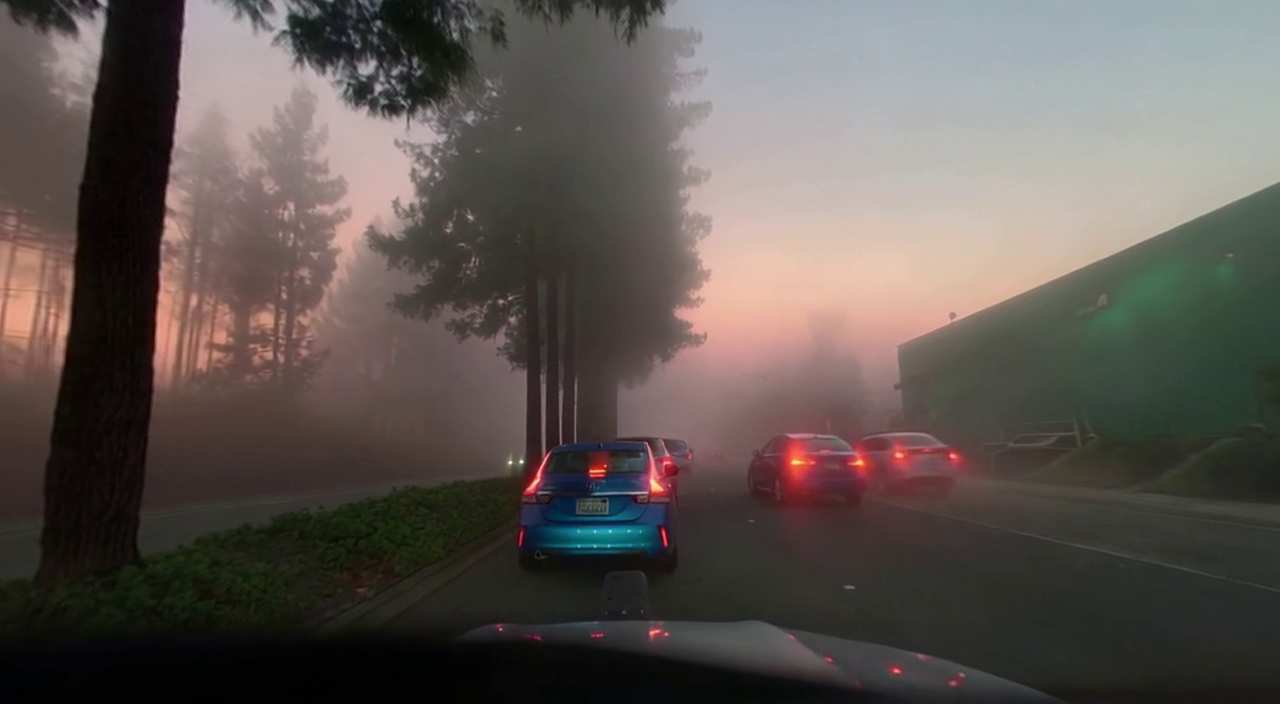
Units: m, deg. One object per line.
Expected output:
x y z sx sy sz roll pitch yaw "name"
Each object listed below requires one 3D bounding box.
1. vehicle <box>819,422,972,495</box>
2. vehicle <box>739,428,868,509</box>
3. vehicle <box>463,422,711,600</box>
7.339 3.138 18.864 2.253 1.854 5.409 0 -9 0 "vehicle"
3.699 2.717 15.054 1.946 1.648 4.230 0 -9 0 "vehicle"
-0.482 1.666 7.449 2.111 1.506 4.018 0 -9 -1 "vehicle"
